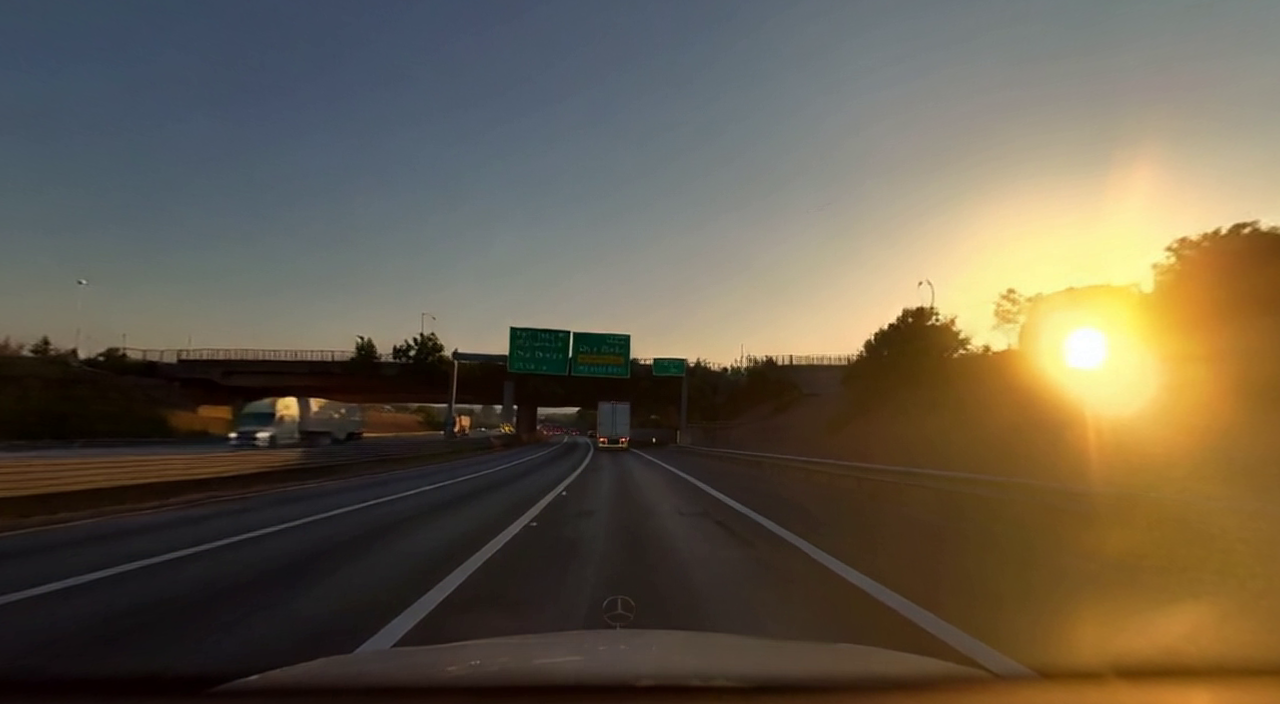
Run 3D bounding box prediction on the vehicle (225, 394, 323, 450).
[{"bbox_3d":[-25.642,5.029,44.636,3.431,3.680,6.045,1,-8,-4],"label":"vehicle"}]
